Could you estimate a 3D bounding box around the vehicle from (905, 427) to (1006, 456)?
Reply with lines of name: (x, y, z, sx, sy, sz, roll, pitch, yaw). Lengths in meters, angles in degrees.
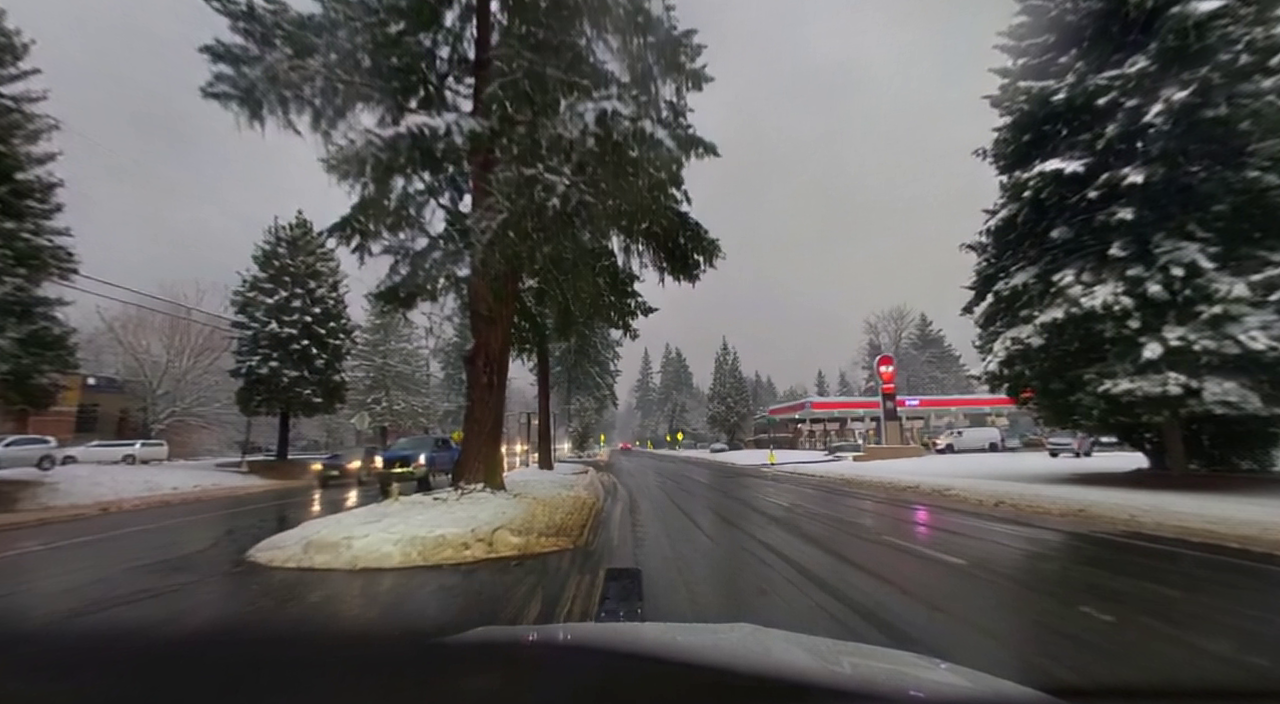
vehicle: (18.884, 5.373, 37.943, 4.868, 1.610, 2.223, 0, -8, -2)

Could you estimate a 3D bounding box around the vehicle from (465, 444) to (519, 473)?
vehicle: (-7.991, 5.754, 34.433, 1.982, 1.465, 4.376, 0, -8, -2)

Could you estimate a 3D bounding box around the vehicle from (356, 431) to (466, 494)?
vehicle: (-7.070, 3.444, 20.075, 1.987, 1.747, 4.545, 0, -8, -3)

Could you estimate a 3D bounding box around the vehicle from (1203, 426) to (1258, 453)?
vehicle: (34.525, 5.126, 37.029, 1.969, 1.482, 4.815, -7, -11, 39)

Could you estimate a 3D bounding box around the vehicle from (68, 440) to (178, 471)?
vehicle: (-28.998, 5.807, 35.654, 4.390, 1.665, 1.934, 4, -10, -27)

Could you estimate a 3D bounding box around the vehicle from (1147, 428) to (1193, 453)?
vehicle: (32.498, 5.441, 38.819, 1.894, 1.434, 4.308, -7, -11, 37)

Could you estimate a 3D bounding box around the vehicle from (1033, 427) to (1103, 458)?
vehicle: (21.372, 4.502, 31.471, 1.916, 1.434, 4.557, -9, -12, 44)

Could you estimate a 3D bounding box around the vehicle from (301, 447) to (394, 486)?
vehicle: (-12.233, 4.766, 26.789, 1.950, 1.471, 4.557, 0, -8, -3)

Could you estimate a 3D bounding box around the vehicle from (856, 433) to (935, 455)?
vehicle: (18.467, 6.653, 45.714, 4.800, 1.459, 2.051, 0, -9, -6)
